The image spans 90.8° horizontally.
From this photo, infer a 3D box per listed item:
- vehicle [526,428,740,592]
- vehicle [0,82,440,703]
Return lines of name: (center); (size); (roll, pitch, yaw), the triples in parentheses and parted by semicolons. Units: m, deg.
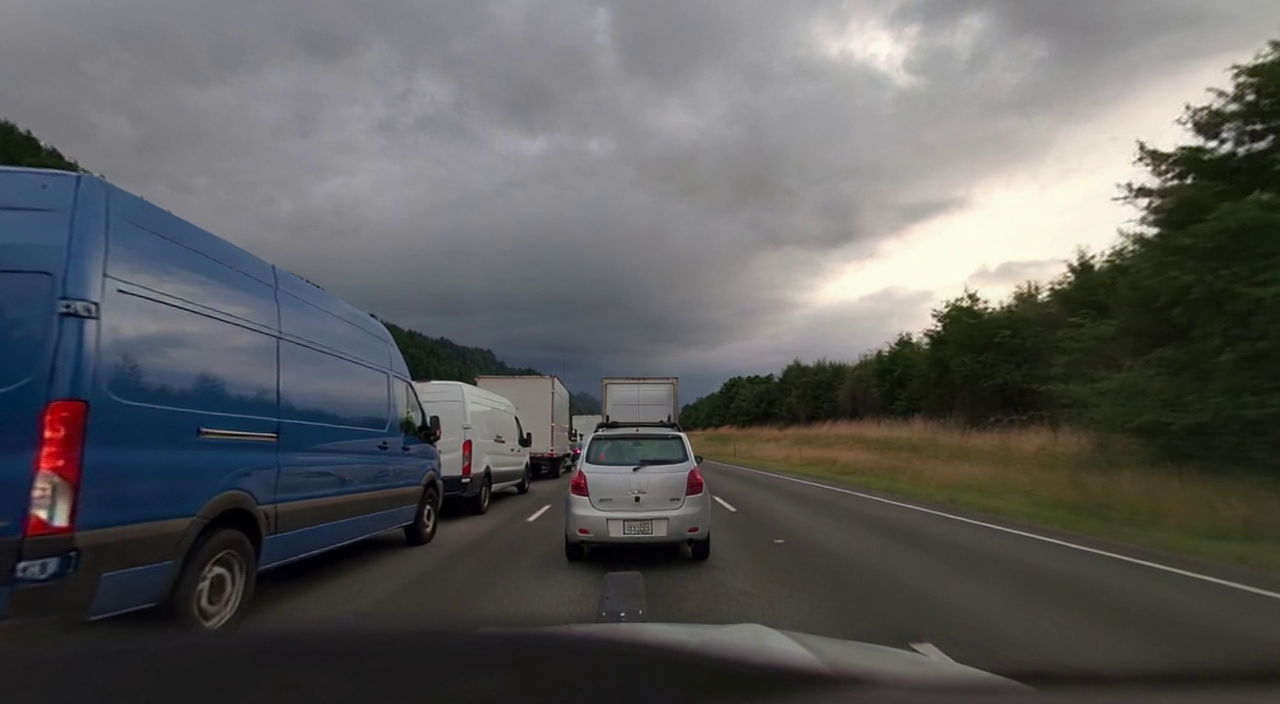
vehicle: (-0.096, 1.741, 7.660); (1.995, 1.495, 3.380); (0, -9, -1)
vehicle: (-4.039, 0.643, 6.060); (2.254, 2.879, 6.656); (0, -9, -2)
